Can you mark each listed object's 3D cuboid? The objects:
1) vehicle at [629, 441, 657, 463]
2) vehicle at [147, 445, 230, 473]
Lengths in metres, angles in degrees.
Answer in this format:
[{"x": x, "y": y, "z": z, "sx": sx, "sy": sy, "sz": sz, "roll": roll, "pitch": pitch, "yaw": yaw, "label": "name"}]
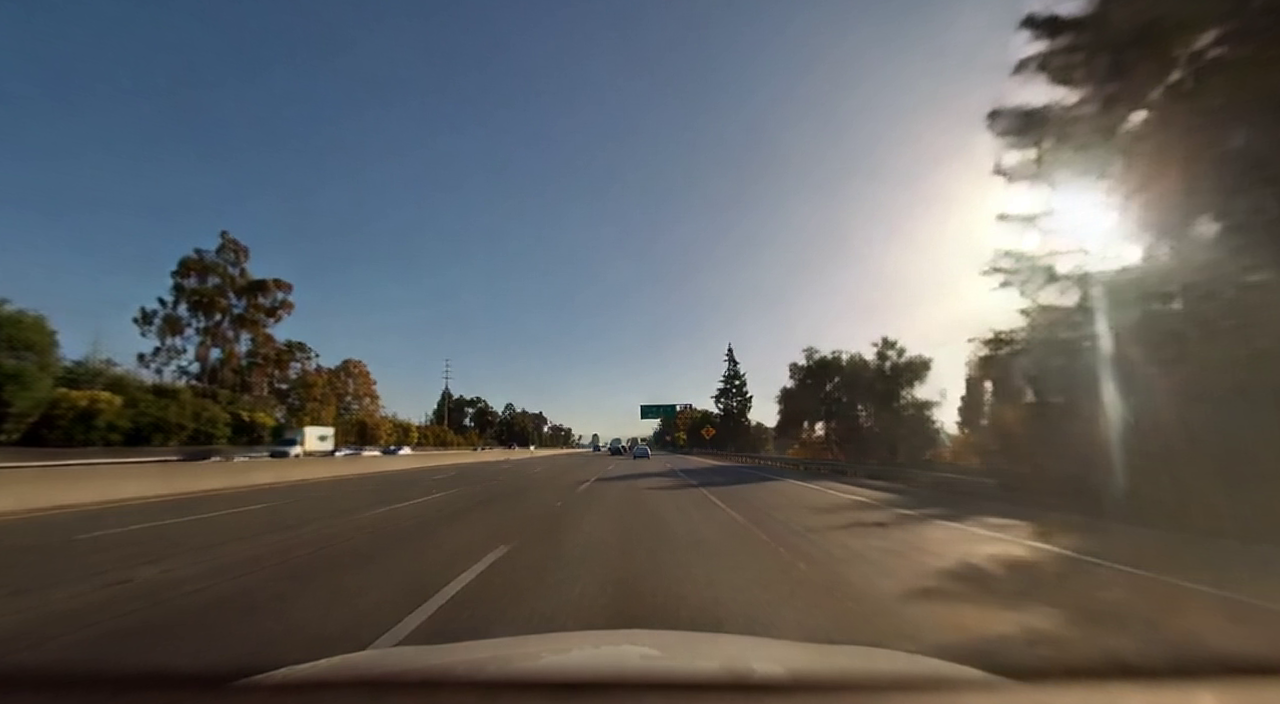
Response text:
[{"x": 0.231, "y": 7.575, "z": 48.000, "sx": 2.021, "sy": 1.528, "sz": 4.154, "roll": 0, "pitch": -8, "yaw": 0, "label": "vehicle"}, {"x": -27.951, "y": 6.608, "z": 39.296, "sx": 1.863, "sy": 1.602, "sz": 4.456, "roll": 0, "pitch": -8, "yaw": 0, "label": "vehicle"}]
